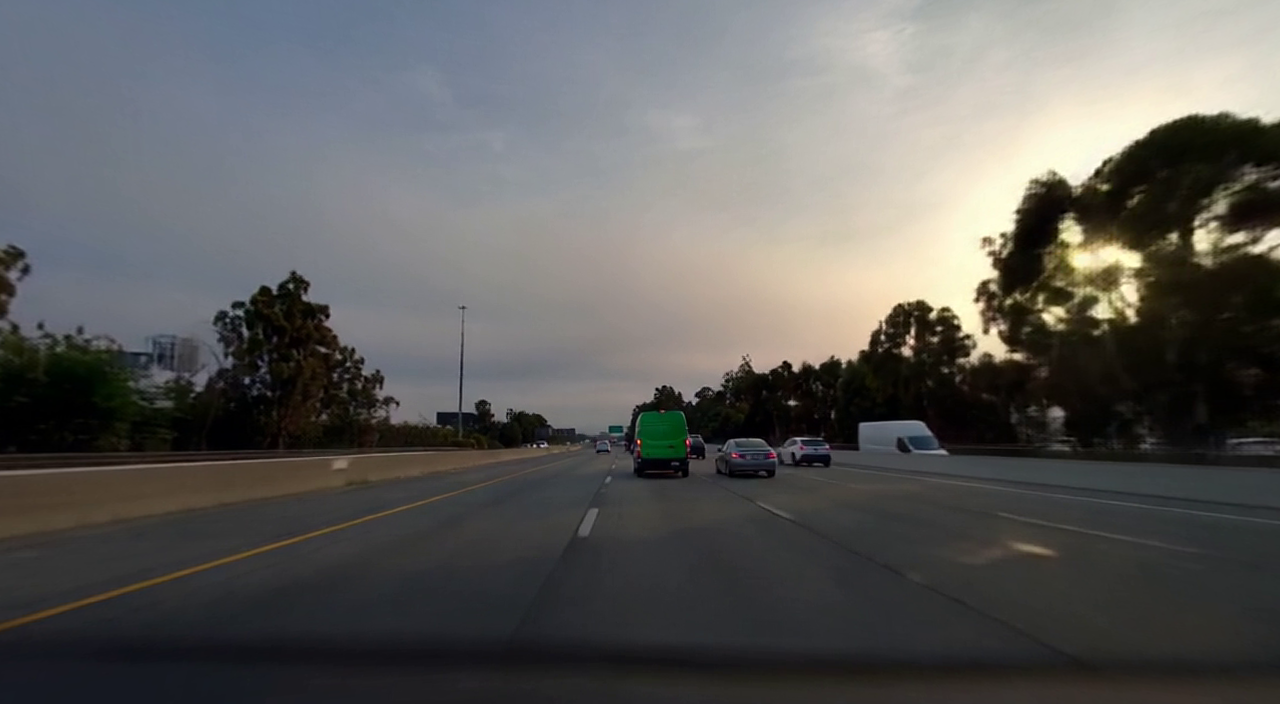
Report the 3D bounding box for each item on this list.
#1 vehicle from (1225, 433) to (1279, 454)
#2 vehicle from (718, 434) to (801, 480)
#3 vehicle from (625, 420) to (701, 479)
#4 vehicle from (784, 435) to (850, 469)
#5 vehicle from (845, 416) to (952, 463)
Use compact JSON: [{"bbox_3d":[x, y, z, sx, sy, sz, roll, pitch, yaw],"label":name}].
[{"bbox_3d":[47.867,6.977,47.862,4.409,1.535,2.038,0,-8,-1],"label":"vehicle"},{"bbox_3d":[4.205,3.757,22.747,2.099,1.510,3.784,0,-8,-2],"label":"vehicle"},{"bbox_3d":[0.768,3.858,25.083,2.546,2.087,5.404,0,-8,-3],"label":"vehicle"},{"bbox_3d":[8.286,4.705,29.709,1.874,1.496,3.586,0,-8,-3],"label":"vehicle"},{"bbox_3d":[16.983,5.870,42.085,3.113,2.773,8.752,0,-8,-3],"label":"vehicle"}]
